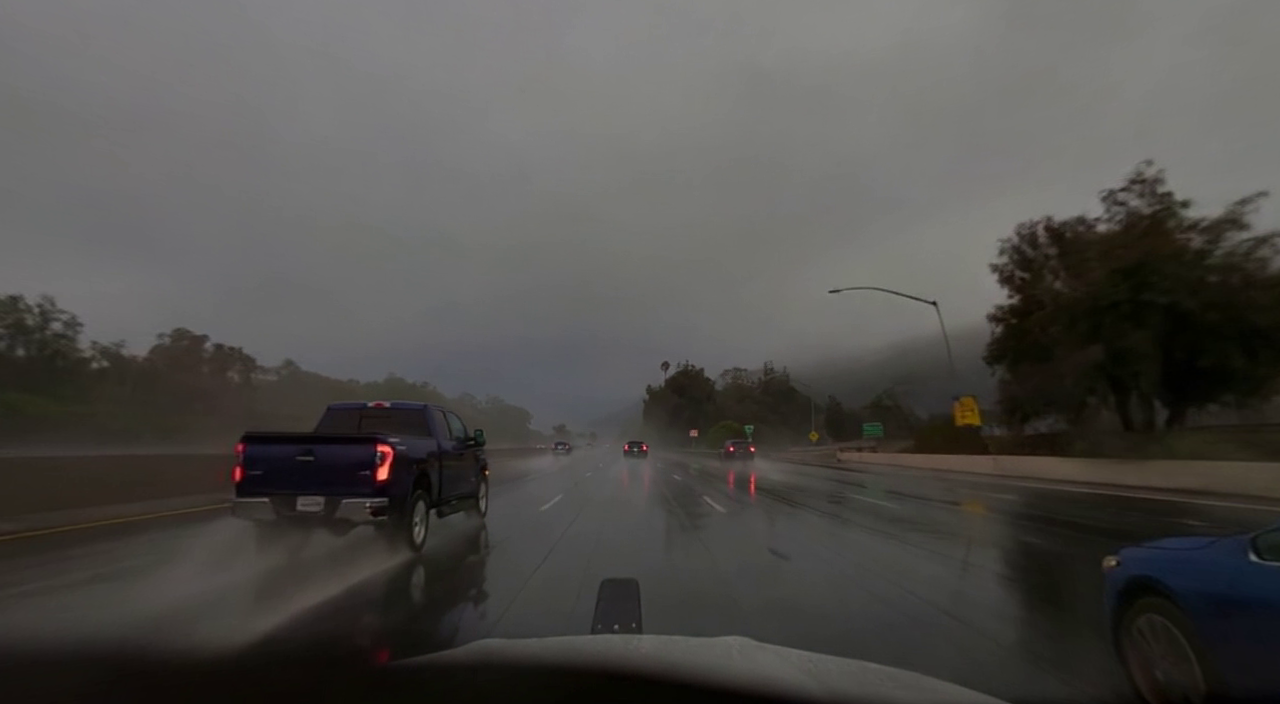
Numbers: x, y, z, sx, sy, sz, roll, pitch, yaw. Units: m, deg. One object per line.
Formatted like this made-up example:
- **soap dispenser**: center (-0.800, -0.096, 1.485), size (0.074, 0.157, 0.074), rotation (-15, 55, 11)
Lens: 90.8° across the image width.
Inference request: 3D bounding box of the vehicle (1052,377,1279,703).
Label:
- **vehicle**: center (3.055, 0.631, 0.631), size (2.072, 1.501, 4.694), rotation (0, -9, -1)

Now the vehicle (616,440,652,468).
- **vehicle**: center (-0.392, 6.354, 39.604), size (2.157, 1.642, 4.189), rotation (0, -9, -1)

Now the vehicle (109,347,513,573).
- **vehicle**: center (-3.765, 1.477, 9.160), size (2.592, 2.179, 6.034), rotation (0, -9, 0)

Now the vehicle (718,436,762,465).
- **vehicle**: center (6.776, 6.763, 43.476), size (2.103, 1.898, 5.310), rotation (0, -9, -1)
